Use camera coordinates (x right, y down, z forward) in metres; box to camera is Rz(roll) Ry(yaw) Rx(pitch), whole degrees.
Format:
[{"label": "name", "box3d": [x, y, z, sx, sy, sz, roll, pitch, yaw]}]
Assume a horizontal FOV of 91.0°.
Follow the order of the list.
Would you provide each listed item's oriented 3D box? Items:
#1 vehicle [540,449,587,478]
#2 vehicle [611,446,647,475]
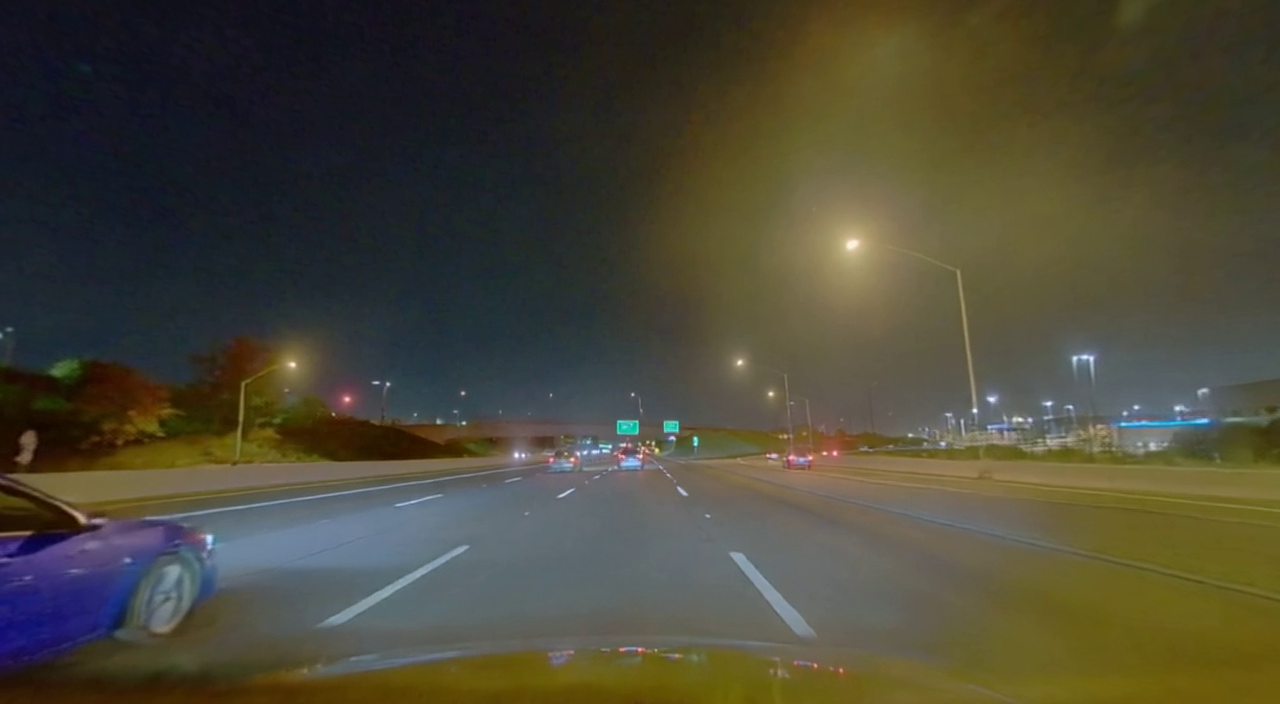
[{"label": "vehicle", "box3d": [-4.311, 6.369, 36.130, 2.071, 1.553, 4.388, 0, -9, 2]}, {"label": "vehicle", "box3d": [-0.615, 6.597, 38.439, 2.102, 1.692, 4.057, 0, -9, 1]}]
